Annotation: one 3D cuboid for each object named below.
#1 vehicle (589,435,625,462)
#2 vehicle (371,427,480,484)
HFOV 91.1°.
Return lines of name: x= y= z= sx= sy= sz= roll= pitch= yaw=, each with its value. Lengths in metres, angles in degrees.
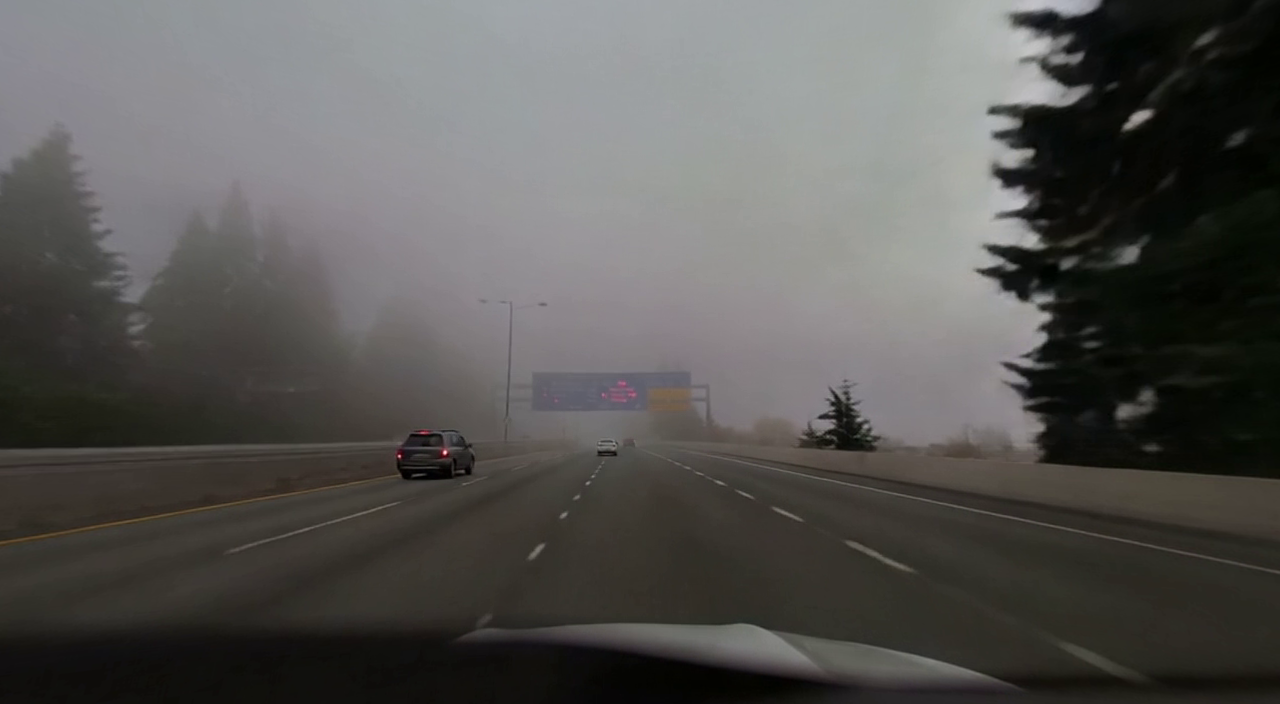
vehicle: x=-1.939 y=5.867 z=38.306 sx=2.010 sy=1.534 sz=4.013 roll=0 pitch=-8 yaw=0
vehicle: x=-6.980 y=3.407 z=21.062 sx=2.111 sy=1.689 sz=4.505 roll=0 pitch=-8 yaw=-1
